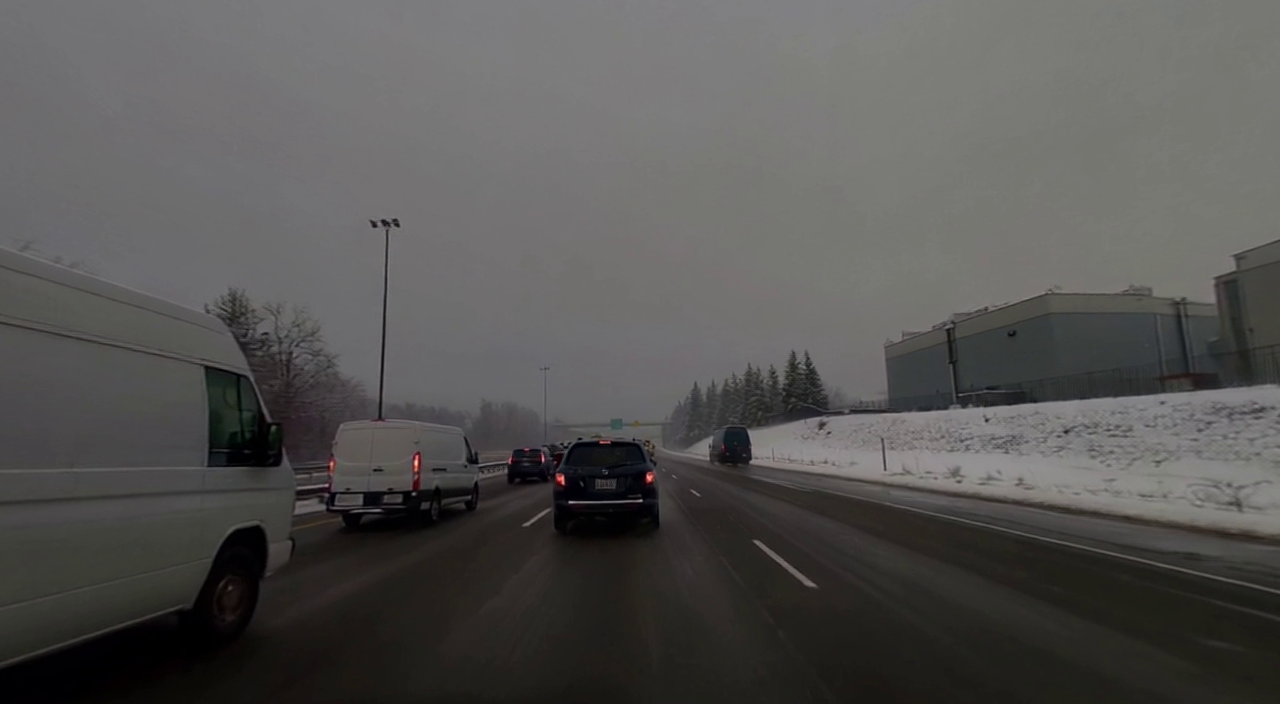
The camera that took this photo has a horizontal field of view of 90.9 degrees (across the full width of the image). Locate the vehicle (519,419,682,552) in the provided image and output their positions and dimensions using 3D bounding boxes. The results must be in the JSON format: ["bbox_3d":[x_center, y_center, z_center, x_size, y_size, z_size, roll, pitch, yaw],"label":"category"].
[{"bbox_3d":[-0.506,2.017,10.083,2.093,1.695,3.782,0,-9,0],"label":"vehicle"}]

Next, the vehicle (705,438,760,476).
[{"bbox_3d":[4.501,5.201,31.319,2.003,1.754,4.134,0,-9,-1],"label":"vehicle"}]

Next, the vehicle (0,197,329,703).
[{"bbox_3d":[-4.478,0.497,3.162,2.248,2.626,6.837,0,-9,0],"label":"vehicle"}]

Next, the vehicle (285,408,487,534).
[{"bbox_3d":[-4.601,2.248,12.343,2.043,1.987,4.486,0,-9,0],"label":"vehicle"}]

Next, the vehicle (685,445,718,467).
[{"bbox_3d":[4.306,7.361,44.745,1.874,1.512,3.723,0,-9,-1],"label":"vehicle"}]
